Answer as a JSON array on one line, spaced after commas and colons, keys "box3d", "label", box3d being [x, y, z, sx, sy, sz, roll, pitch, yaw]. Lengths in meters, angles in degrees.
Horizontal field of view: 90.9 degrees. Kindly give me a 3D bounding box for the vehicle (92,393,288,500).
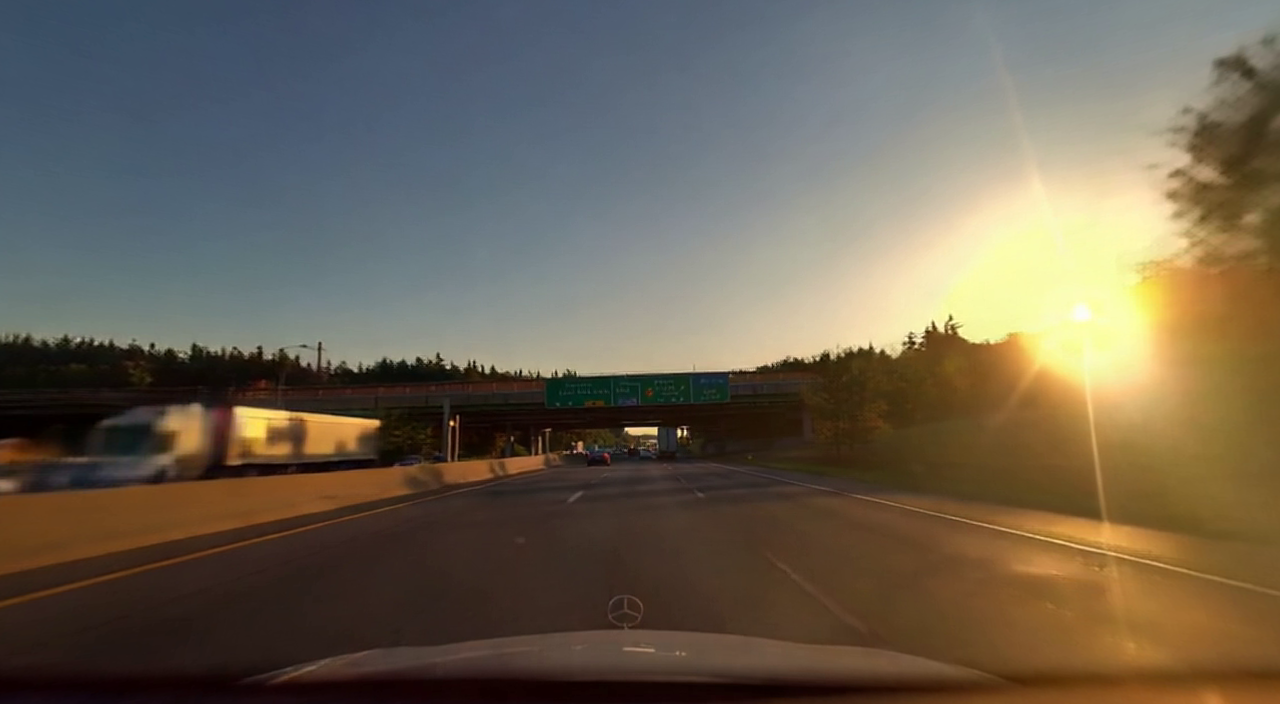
[{"box3d": [-18.750, 4.053, 27.051, 3.051, 3.944, 6.868, 0, -9, 1], "label": "vehicle"}]
